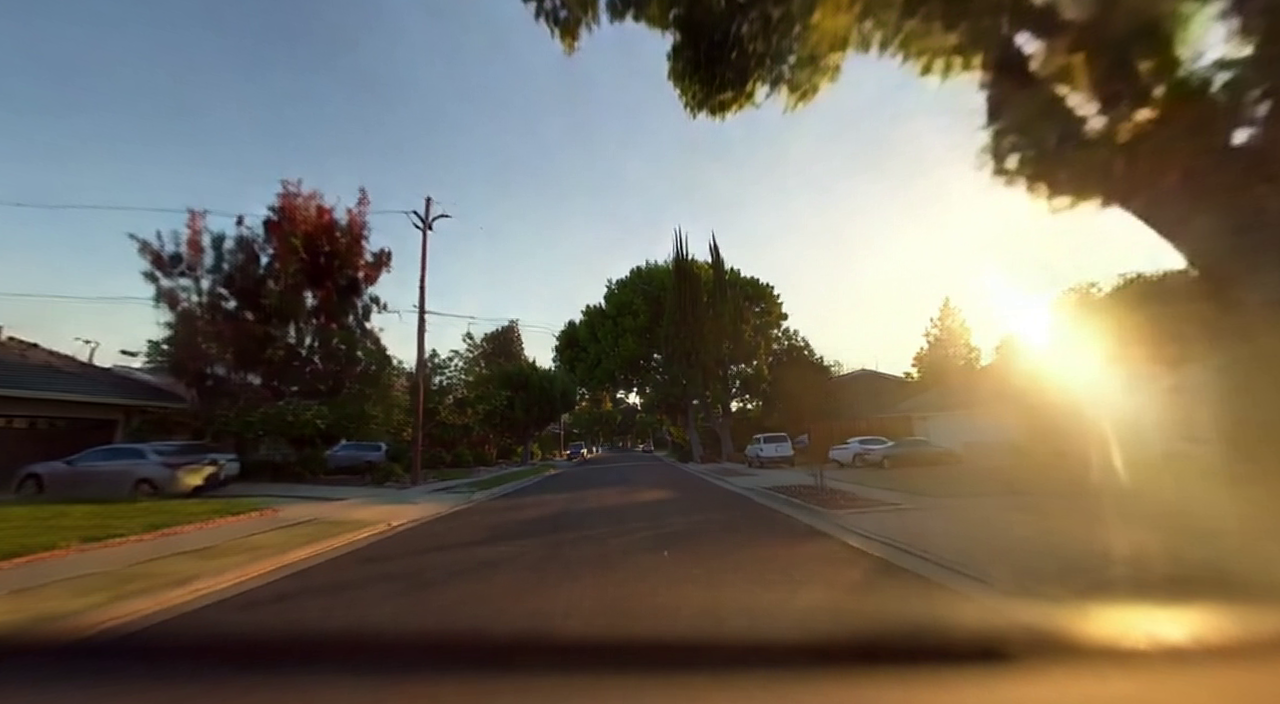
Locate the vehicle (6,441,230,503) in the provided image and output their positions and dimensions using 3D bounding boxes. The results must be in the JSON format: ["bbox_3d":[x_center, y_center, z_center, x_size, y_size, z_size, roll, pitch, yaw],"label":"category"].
[{"bbox_3d":[-13.760,3.161,16.908,4.190,1.529,1.880,0,-8,-4],"label":"vehicle"}]

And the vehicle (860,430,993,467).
[{"bbox_3d":[12.053,4.091,26.792,4.686,1.466,1.869,0,-8,-1],"label":"vehicle"}]

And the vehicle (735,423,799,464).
[{"bbox_3d":[6.759,4.937,34.138,2.233,1.923,4.848,-4,-8,-2],"label":"vehicle"}]
